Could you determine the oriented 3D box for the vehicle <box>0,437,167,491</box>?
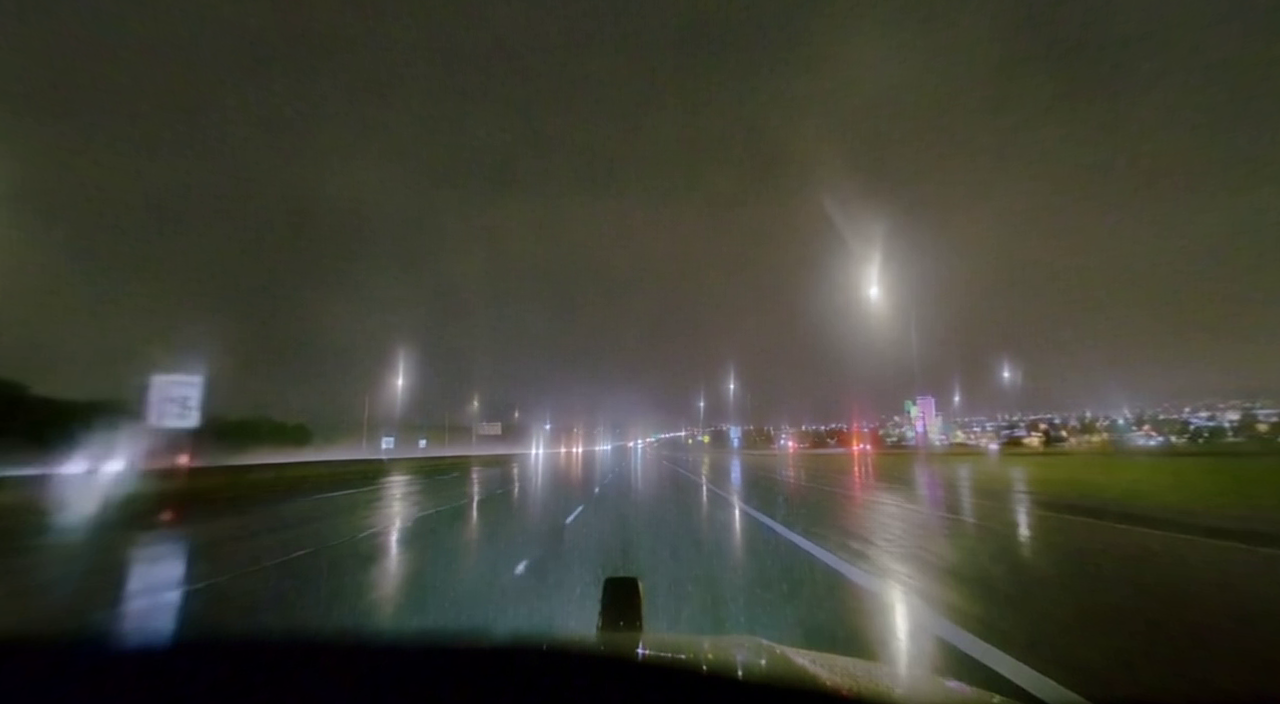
[{"bbox_3d":[-19.535,3.880,22.004,2.049,1.633,5.058,-1,-9,0],"label":"vehicle"}]
